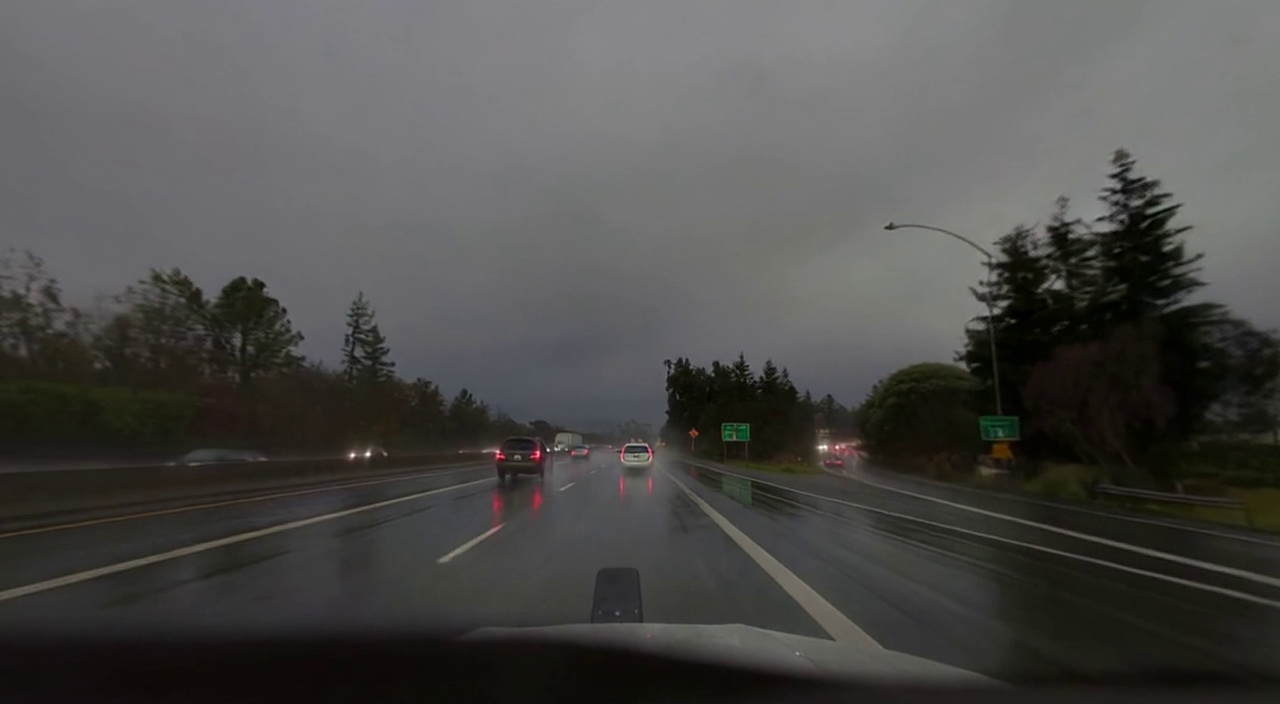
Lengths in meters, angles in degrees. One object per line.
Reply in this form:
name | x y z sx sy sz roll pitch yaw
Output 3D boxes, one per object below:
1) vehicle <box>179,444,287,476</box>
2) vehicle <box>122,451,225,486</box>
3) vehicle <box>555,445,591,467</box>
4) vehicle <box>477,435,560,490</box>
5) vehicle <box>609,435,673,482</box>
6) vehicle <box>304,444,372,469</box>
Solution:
vehicle | -25.505 6.771 40.035 2.566 1.804 6.487 0 -8 -1
vehicle | -21.246 5.296 28.984 1.776 1.421 3.933 0 -8 -1
vehicle | -4.779 7.476 45.638 2.084 1.528 4.094 0 -8 0
vehicle | -4.165 3.862 22.469 2.044 1.717 4.421 0 -8 0
vehicle | -0.002 4.316 25.960 2.378 1.750 4.355 0 -8 -1
vehicle | -21.779 7.565 45.898 2.141 1.690 5.651 0 -8 0
